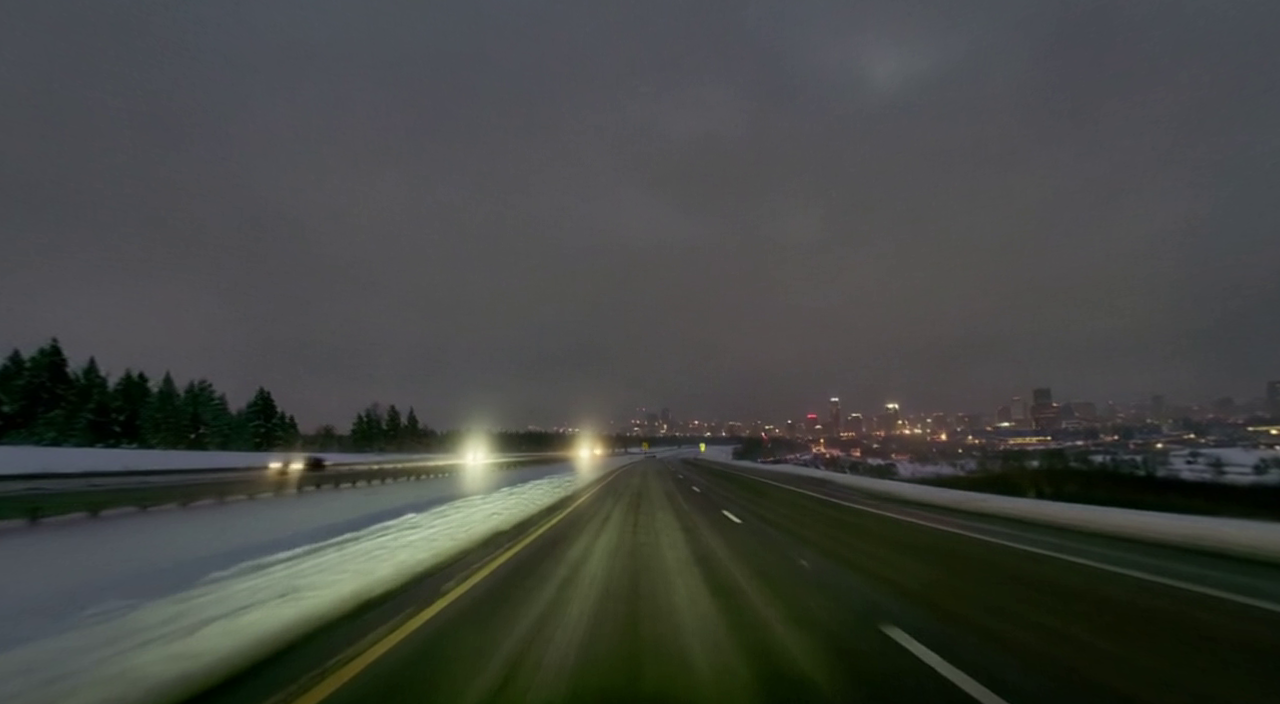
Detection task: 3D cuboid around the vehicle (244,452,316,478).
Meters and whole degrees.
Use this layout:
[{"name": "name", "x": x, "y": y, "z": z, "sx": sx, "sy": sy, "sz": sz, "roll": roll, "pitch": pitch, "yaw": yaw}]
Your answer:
[{"name": "vehicle", "x": -22.975, "y": 7.182, "z": 40.359, "sx": 1.847, "sy": 1.521, "sz": 4.688, "roll": 0, "pitch": -9, "yaw": 0}]
